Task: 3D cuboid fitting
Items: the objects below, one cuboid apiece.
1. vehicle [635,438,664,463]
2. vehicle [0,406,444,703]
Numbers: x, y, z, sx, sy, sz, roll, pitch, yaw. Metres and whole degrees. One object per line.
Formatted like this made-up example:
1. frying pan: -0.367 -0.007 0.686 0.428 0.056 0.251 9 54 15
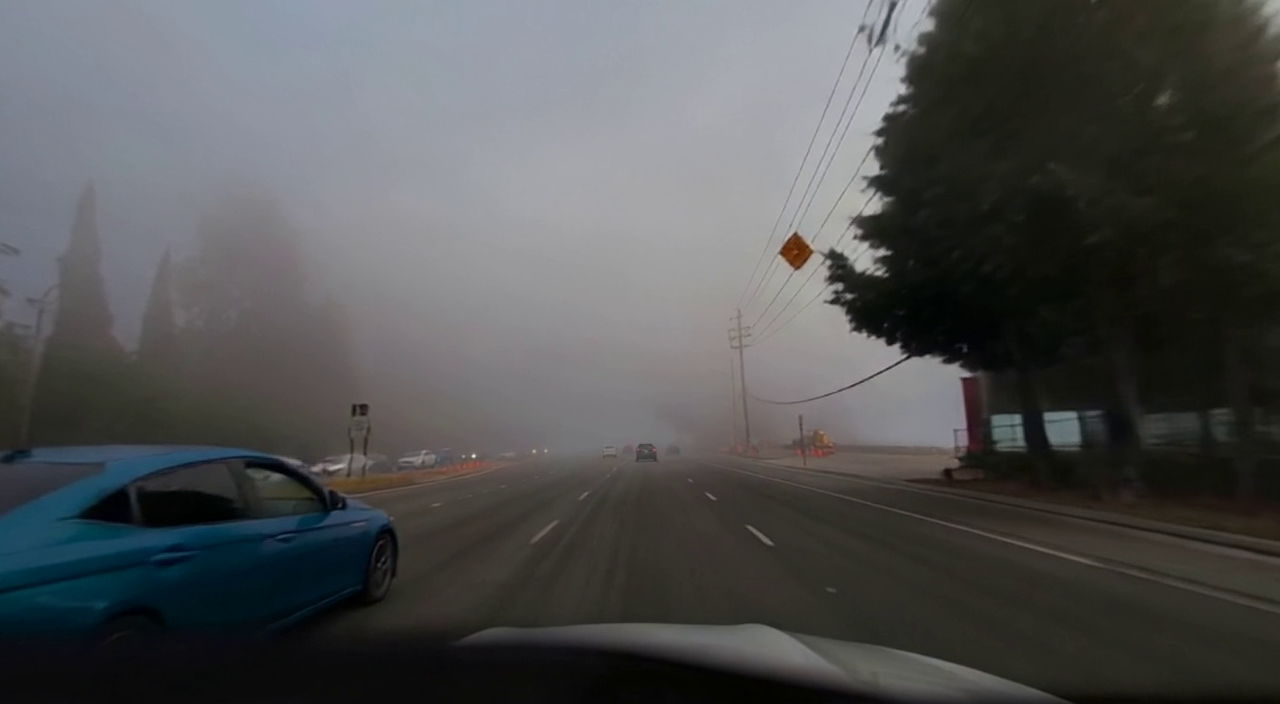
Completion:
1. vehicle: 0.713 7.535 48.283 2.060 1.845 4.151 0 -9 0
2. vehicle: -3.082 1.213 3.964 2.087 1.480 4.825 0 -9 1
